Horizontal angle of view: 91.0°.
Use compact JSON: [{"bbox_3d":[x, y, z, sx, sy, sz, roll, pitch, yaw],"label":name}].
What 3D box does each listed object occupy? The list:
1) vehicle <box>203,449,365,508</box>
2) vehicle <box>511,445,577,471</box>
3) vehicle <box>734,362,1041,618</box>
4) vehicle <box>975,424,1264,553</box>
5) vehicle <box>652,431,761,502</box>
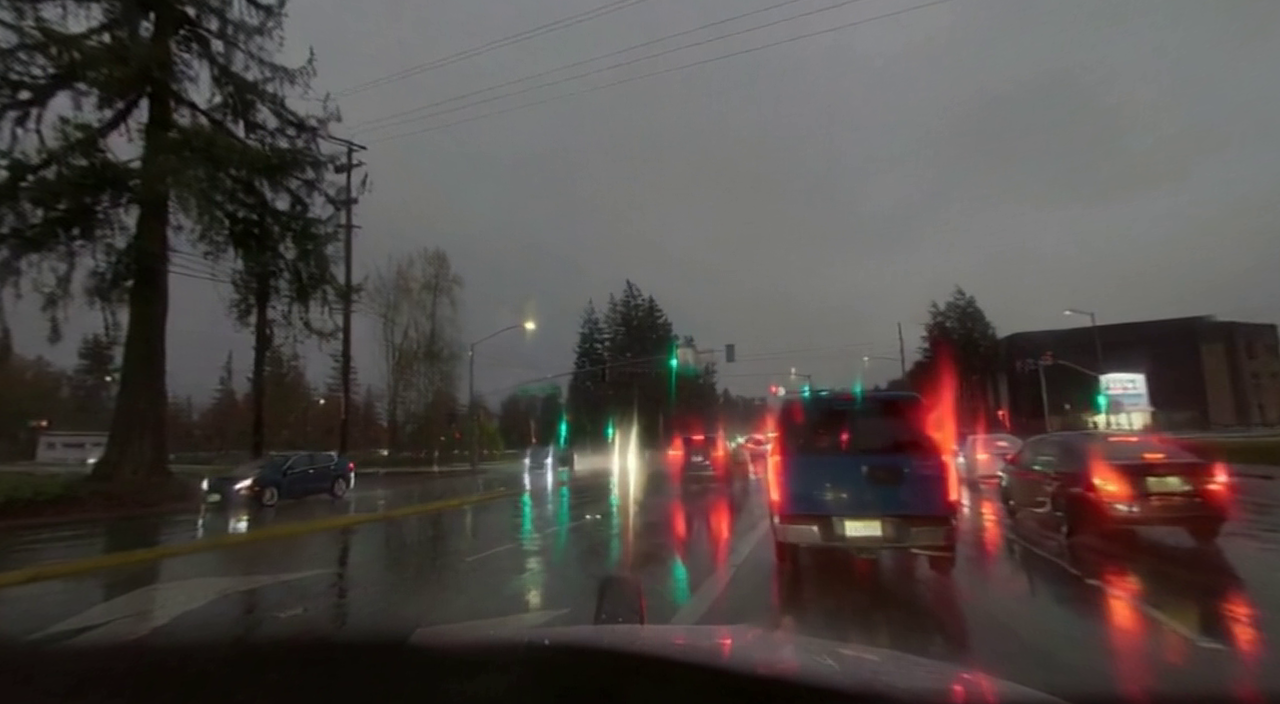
[{"bbox_3d":[-11.699,4.137,21.129,2.018,1.715,4.451,-3,-9,17],"label":"vehicle"},{"bbox_3d":[-5.984,6.668,39.911,2.005,1.489,4.650,-4,-9,21],"label":"vehicle"},{"bbox_3d":[2.479,1.373,7.167,2.188,1.892,4.488,-3,-9,15],"label":"vehicle"},{"bbox_3d":[6.658,1.887,9.420,1.862,1.451,4.083,-2,-9,14],"label":"vehicle"},{"bbox_3d":[1.810,2.791,15.800,2.010,1.515,4.152,-3,-9,15],"label":"vehicle"}]
